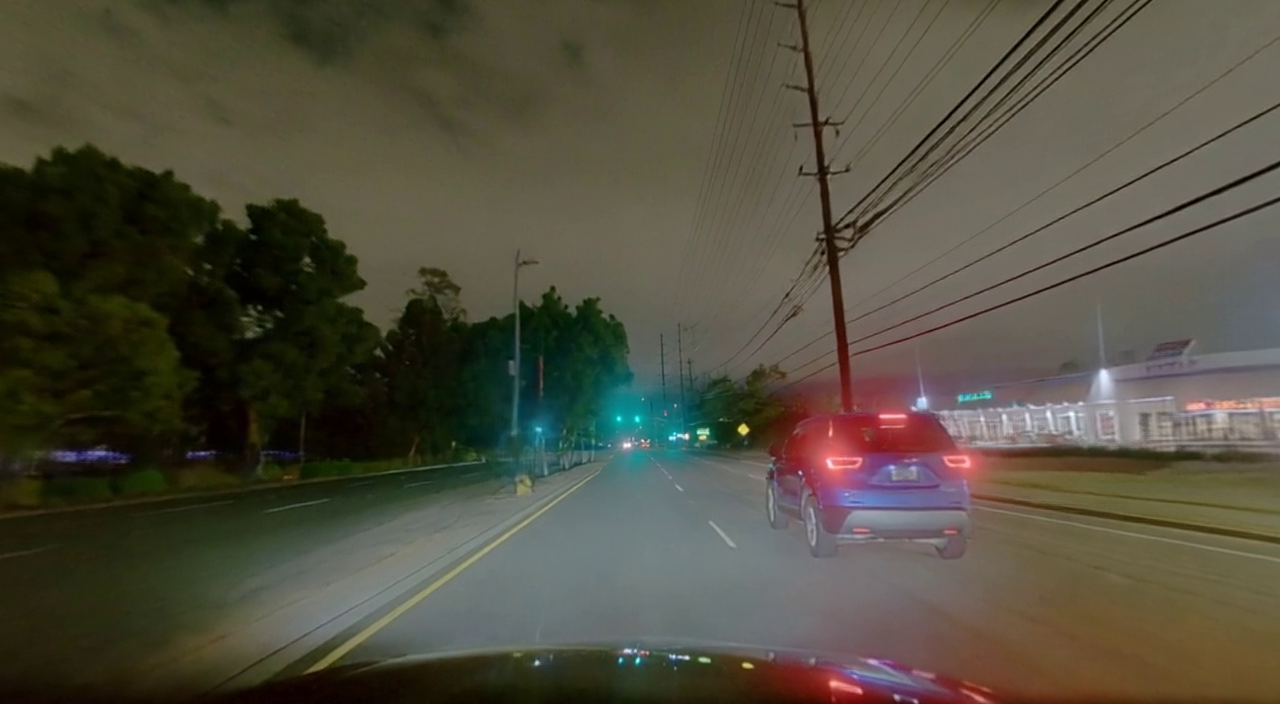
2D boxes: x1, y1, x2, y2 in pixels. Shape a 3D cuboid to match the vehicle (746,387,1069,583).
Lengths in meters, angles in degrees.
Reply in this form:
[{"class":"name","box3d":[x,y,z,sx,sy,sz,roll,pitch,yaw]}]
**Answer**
[{"class":"vehicle","box3d":[2.904,1.587,8.324,2.060,1.820,4.713,0,-9,-1]}]
